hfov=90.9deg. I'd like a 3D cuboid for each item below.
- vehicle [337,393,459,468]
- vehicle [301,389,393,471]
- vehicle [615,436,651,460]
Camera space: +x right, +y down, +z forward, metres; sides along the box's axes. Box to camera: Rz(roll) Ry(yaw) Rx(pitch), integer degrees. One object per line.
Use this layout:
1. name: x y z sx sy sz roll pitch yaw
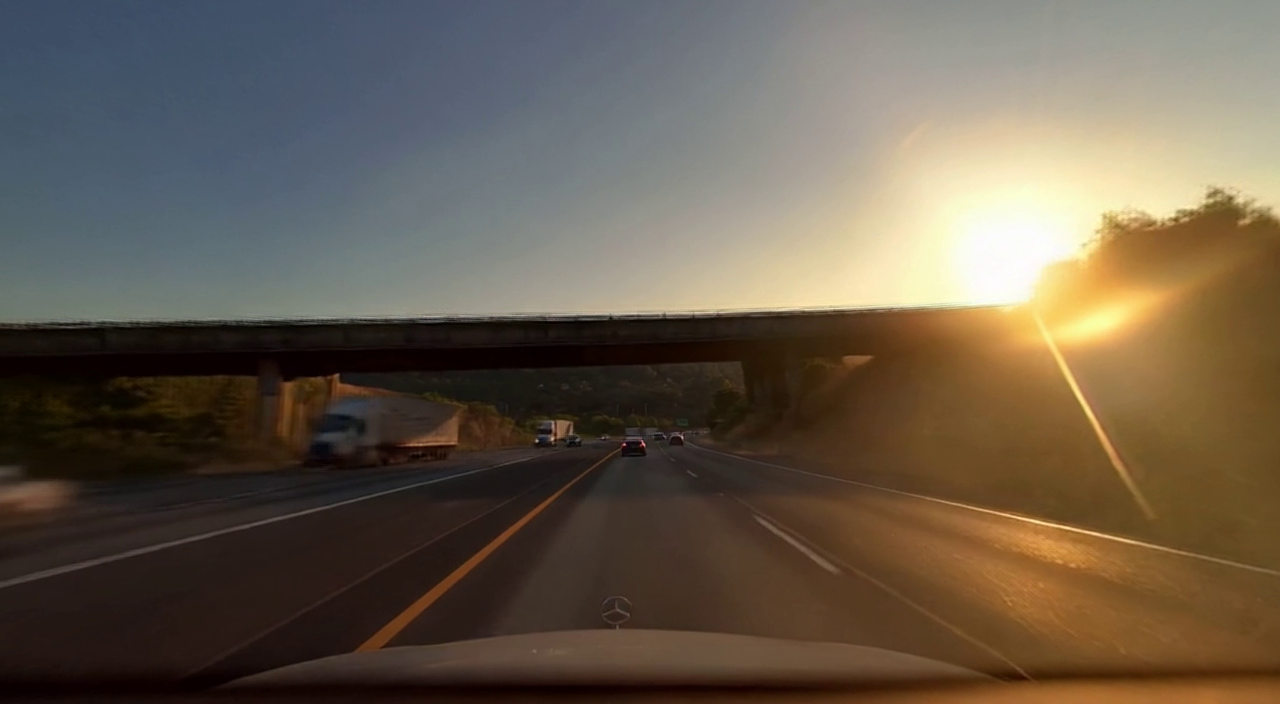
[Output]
1. vehicle: -14.178 4.814 38.374 2.764 3.825 11.730 0 -8 0
2. vehicle: -14.092 3.780 30.543 3.005 3.782 2.671 0 -8 -1
3. vehicle: -0.436 5.671 37.426 1.996 1.325 4.029 0 -7 -1
